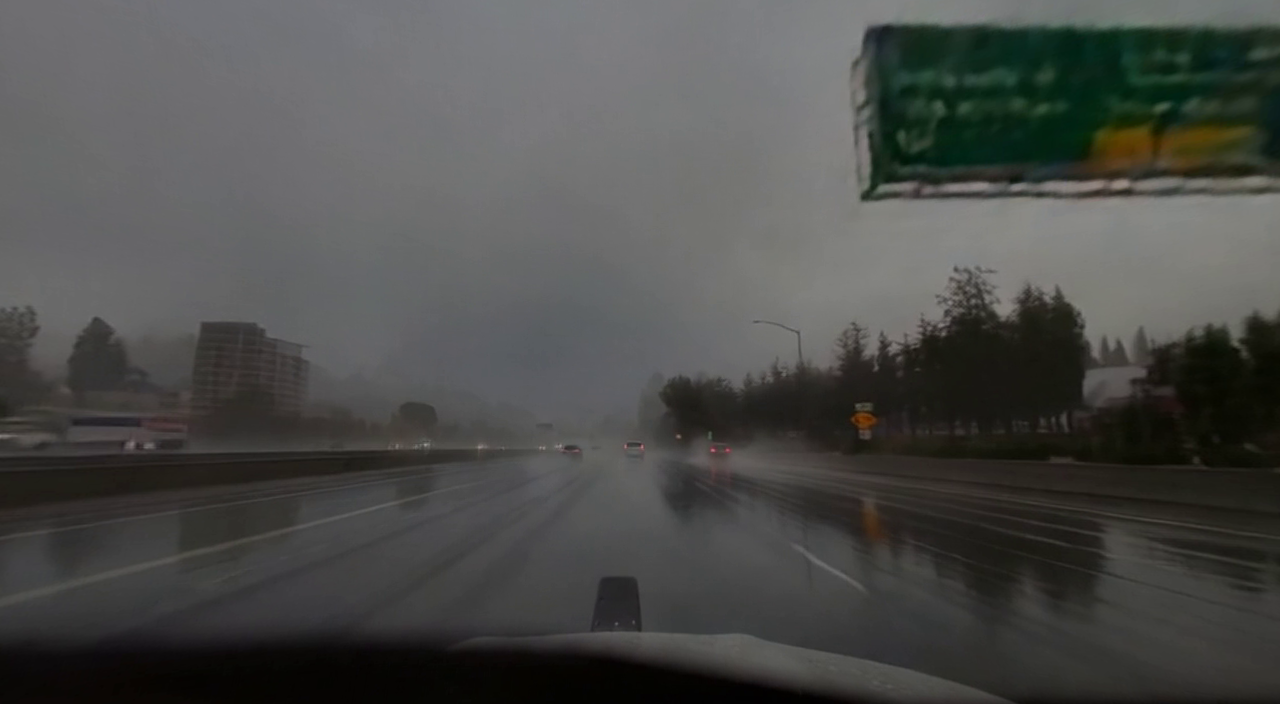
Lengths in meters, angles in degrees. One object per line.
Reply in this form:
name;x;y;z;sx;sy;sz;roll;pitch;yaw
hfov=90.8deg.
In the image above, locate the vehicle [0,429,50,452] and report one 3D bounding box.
vehicle;-48.441;6.710;47.881;2.025;1.701;5.588;0;-9;0
